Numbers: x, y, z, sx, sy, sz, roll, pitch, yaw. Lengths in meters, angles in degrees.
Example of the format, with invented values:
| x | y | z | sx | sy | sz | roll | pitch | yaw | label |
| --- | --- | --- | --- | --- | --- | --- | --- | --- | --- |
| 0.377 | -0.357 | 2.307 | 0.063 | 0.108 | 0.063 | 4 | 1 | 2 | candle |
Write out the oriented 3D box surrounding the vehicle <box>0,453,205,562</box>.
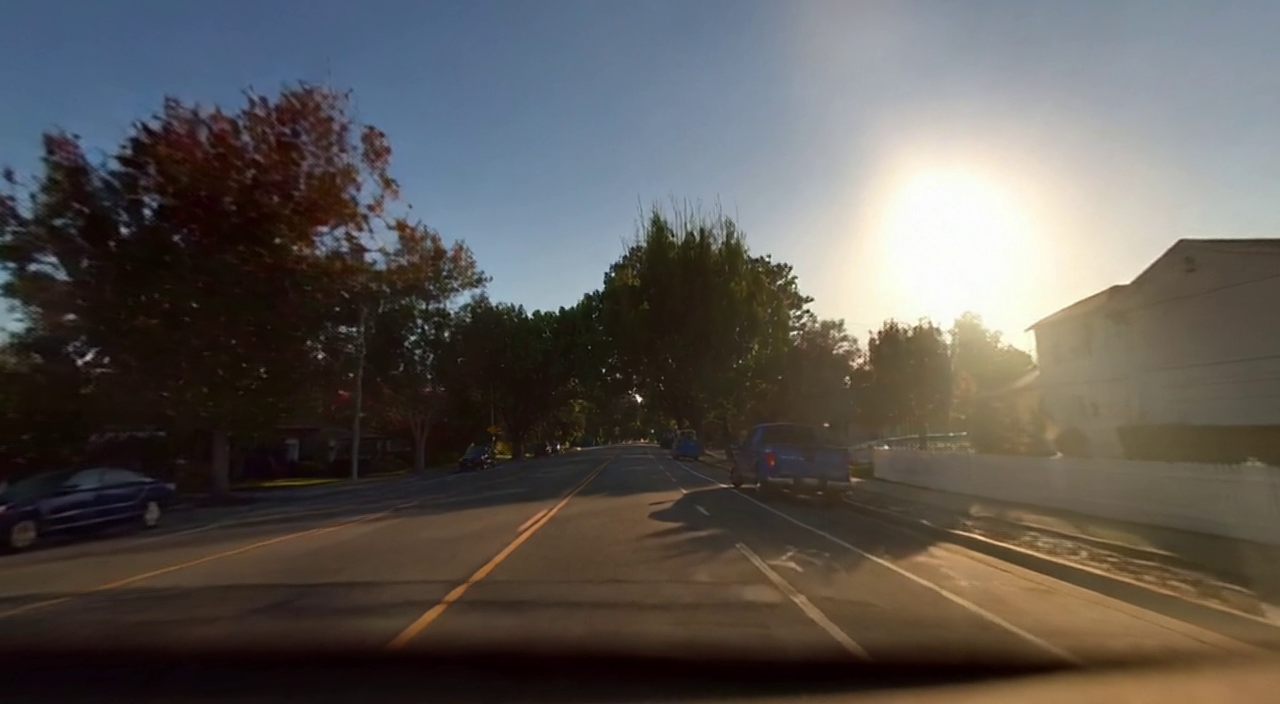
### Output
| x | y | z | sx | sy | sz | roll | pitch | yaw | label |
| --- | --- | --- | --- | --- | --- | --- | --- | --- | --- |
| -10.792 | 2.797 | 11.866 | 2.049 | 1.527 | 4.677 | -4 | -8 | -1 | vehicle |

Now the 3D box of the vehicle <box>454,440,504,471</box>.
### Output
| x | y | z | sx | sy | sz | roll | pitch | yaw | label |
| --- | --- | --- | --- | --- | --- | --- | --- | --- | --- |
| -11.235 | 7.245 | 44.463 | 2.301 | 1.855 | 4.983 | -4 | -8 | -1 | vehicle |

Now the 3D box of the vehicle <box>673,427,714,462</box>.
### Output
| x | y | z | sx | sy | sz | roll | pitch | yaw | label |
| --- | --- | --- | --- | --- | --- | --- | --- | --- | --- |
| 3.933 | 6.947 | 47.474 | 2.459 | 2.452 | 5.731 | 0 | -8 | -1 | vehicle |

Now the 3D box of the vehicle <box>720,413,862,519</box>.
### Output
| x | y | z | sx | sy | sz | roll | pitch | yaw | label |
| --- | --- | --- | --- | --- | --- | --- | --- | --- | --- |
| 3.733 | 2.949 | 17.032 | 2.504 | 2.114 | 6.073 | 5 | -8 | 3 | vehicle |
